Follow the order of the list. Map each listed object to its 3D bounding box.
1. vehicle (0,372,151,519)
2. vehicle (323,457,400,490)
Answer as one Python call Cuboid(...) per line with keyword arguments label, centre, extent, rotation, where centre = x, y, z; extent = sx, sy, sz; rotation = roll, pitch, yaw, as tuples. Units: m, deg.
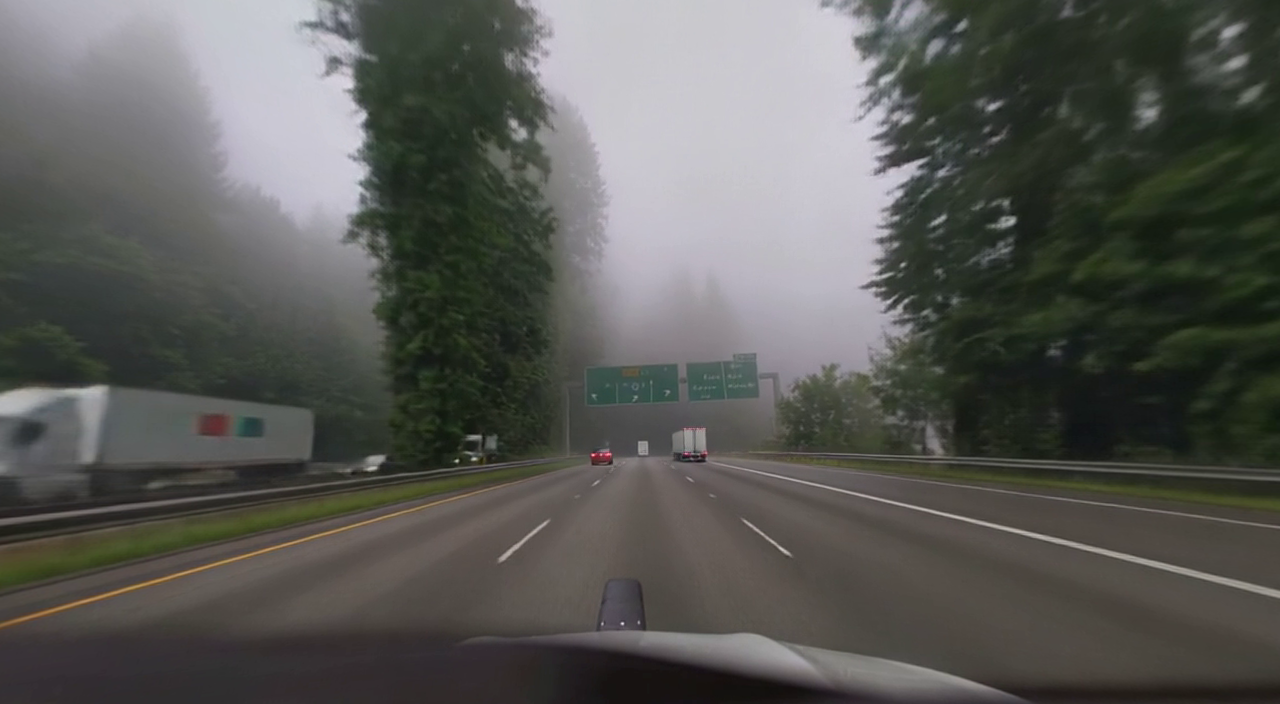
Cuboid(label="vehicle", centre=(-18.779, 2.852, 19.104), extent=(3.008, 3.926, 5.831), rotation=(0, -9, 0))
Cuboid(label="vehicle", centre=(-14.378, 6.267, 32.826), extent=(1.999, 1.486, 4.479), rotation=(0, -9, 0))
